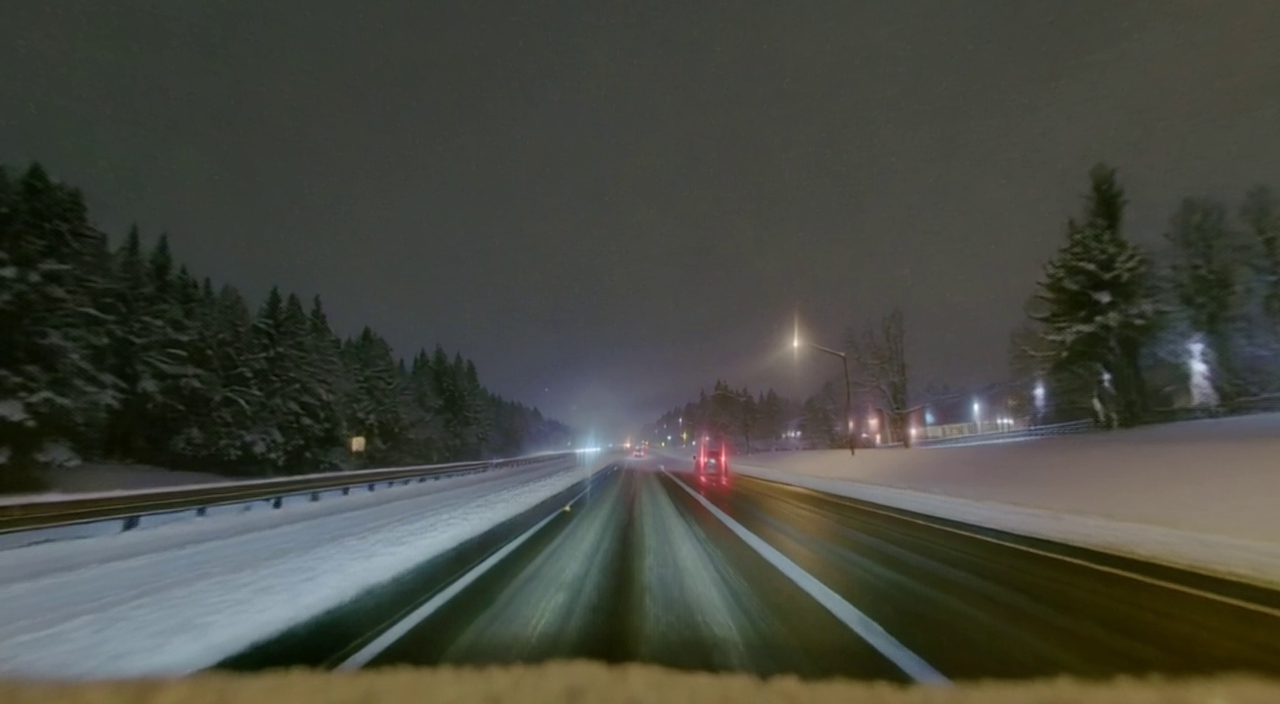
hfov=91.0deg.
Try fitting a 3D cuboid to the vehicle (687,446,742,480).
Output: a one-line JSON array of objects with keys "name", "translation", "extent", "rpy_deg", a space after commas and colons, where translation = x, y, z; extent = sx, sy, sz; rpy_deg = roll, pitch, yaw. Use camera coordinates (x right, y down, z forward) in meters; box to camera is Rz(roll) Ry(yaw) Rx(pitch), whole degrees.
[{"name": "vehicle", "translation": [3.606, 5.461, 31.284], "extent": [2.115, 1.522, 4.330], "rpy_deg": [0, -9, -1]}]
